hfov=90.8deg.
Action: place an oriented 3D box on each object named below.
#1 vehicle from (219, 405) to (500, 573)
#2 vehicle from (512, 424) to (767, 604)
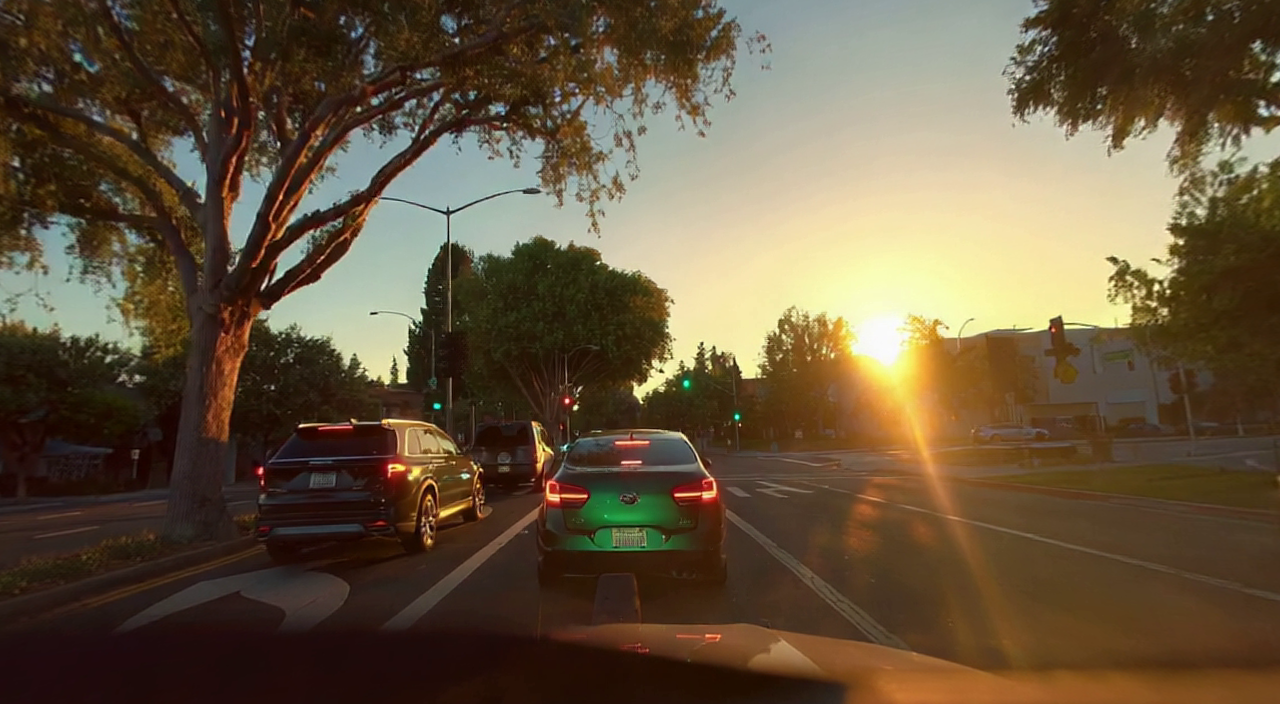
[{"bbox_3d":[-3.435,1.760,8.859,2.046,1.751,4.208,0,-8,-1],"label":"vehicle"},{"bbox_3d":[-0.063,1.644,7.323,2.126,1.475,3.967,0,-8,-2],"label":"vehicle"}]
